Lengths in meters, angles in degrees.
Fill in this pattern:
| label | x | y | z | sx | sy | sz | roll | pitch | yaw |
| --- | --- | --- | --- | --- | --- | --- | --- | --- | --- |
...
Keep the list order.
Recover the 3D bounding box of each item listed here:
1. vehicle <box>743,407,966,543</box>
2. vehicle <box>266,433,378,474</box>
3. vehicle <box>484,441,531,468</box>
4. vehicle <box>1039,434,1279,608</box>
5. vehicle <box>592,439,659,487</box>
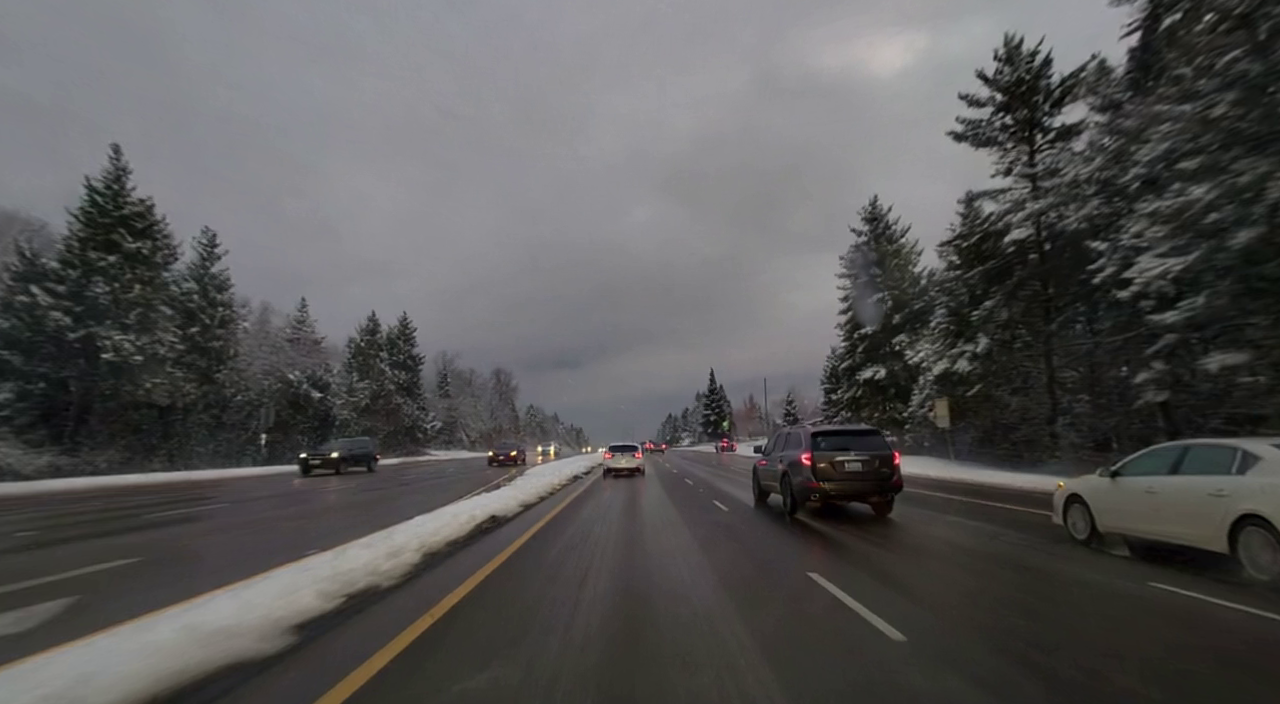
| label | x | y | z | sx | sy | sz | roll | pitch | yaw |
| --- | --- | --- | --- | --- | --- | --- | --- | --- | --- |
| vehicle | 3.311 | 2.015 | 10.985 | 2.186 | 1.842 | 4.553 | 0 | -8 | -1 |
| vehicle | -18.335 | 5.898 | 36.991 | 3.156 | 2.185 | 6.457 | 0 | -8 | 0 |
| vehicle | -8.101 | 6.303 | 38.996 | 2.011 | 1.536 | 4.411 | 0 | -8 | -1 |
| vehicle | 6.662 | 1.545 | 6.123 | 2.434 | 1.467 | 4.726 | 0 | -8 | -1 |
| vehicle | -0.444 | 3.686 | 21.315 | 2.040 | 1.451 | 3.736 | 0 | -8 | 0 |
